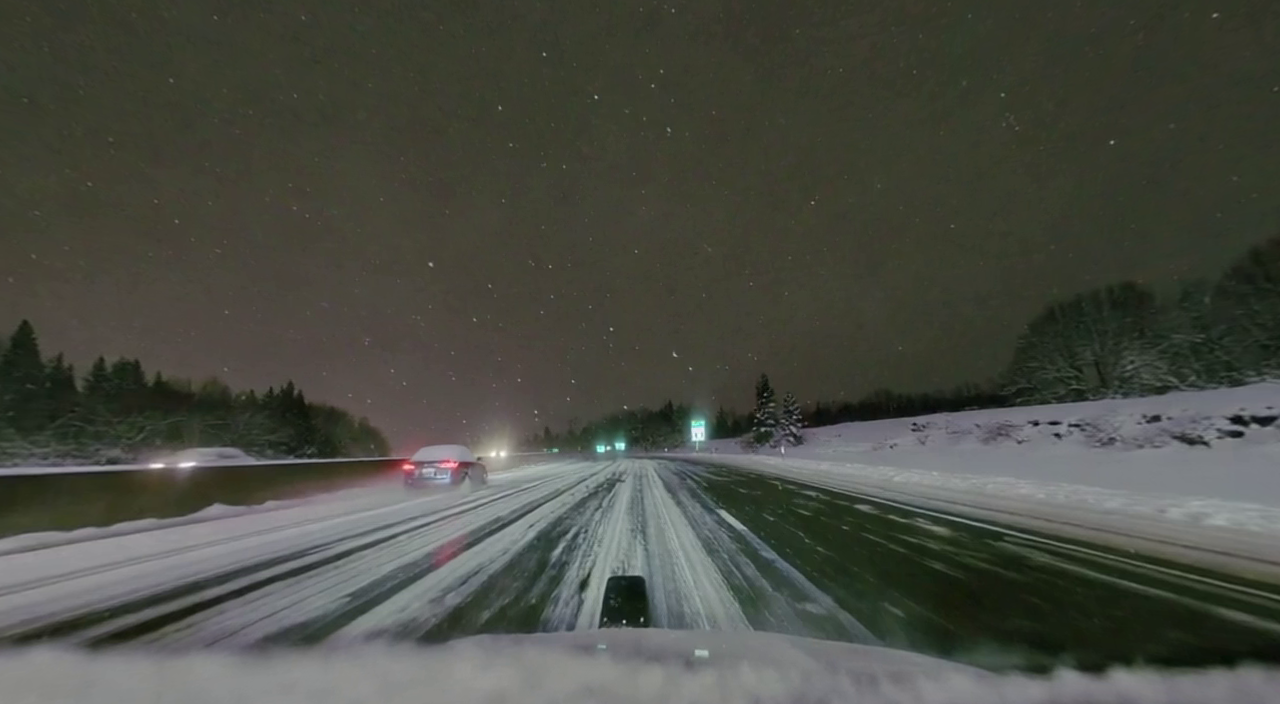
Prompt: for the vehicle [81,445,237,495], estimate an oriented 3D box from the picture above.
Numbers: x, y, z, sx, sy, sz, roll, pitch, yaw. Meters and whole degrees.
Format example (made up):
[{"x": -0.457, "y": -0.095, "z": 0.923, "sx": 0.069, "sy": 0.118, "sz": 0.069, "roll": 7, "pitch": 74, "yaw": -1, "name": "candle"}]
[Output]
[{"x": -20.902, "y": 5.117, "z": 27.902, "sx": 2.220, "sy": 1.938, "sz": 5.886, "roll": 0, "pitch": -8, "yaw": 1, "name": "vehicle"}]
